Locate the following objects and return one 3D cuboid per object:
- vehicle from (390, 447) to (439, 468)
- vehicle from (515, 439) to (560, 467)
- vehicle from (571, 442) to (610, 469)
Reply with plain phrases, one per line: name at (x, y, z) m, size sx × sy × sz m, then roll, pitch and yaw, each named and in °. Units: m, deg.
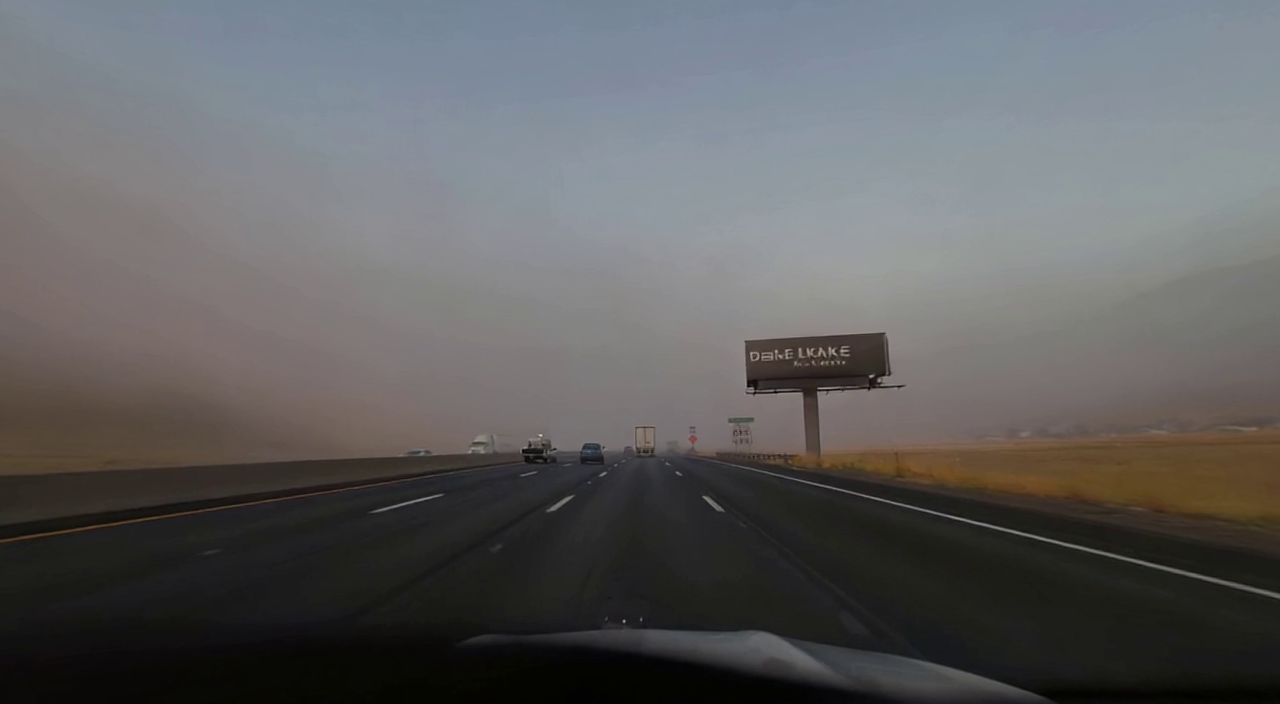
vehicle at (-17.075, 7.985, 47.999) m, size 1.949 × 1.507 × 4.826 m, roll 0°, pitch -8°, yaw 1°
vehicle at (-6.645, 6.593, 41.429) m, size 2.062 × 1.708 × 4.458 m, roll 0°, pitch -8°, yaw 1°
vehicle at (-2.965, 6.351, 38.998) m, size 2.042 × 1.532 × 4.396 m, roll 0°, pitch -8°, yaw 0°
